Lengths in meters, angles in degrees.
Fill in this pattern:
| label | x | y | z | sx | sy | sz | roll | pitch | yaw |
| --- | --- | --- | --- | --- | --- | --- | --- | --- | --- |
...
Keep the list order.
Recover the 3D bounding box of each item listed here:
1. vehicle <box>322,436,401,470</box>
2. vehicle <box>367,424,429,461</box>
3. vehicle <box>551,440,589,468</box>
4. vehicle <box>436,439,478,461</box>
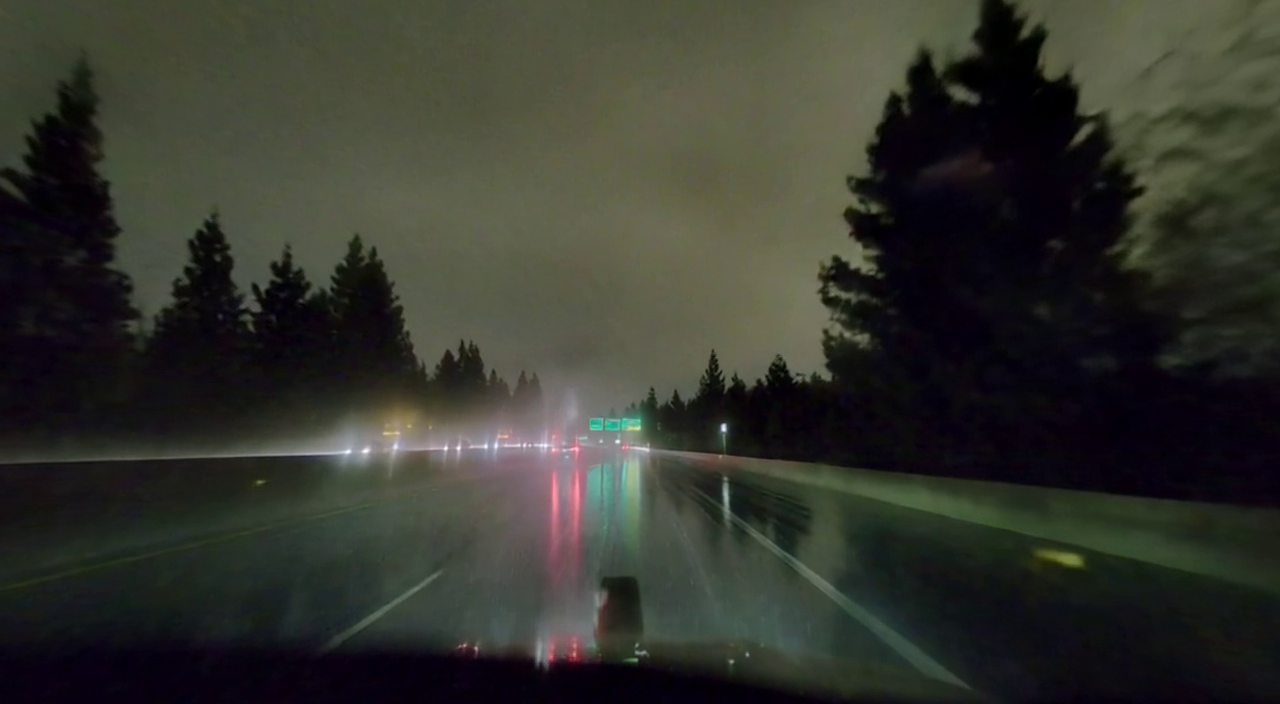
| label | x | y | z | sx | sy | sz | roll | pitch | yaw |
| --- | --- | --- | --- | --- | --- | --- | --- | --- | --- |
| vehicle | -13.180 | 4.796 | 29.909 | 1.906 | 1.474 | 4.062 | 0 | -9 | 0 |
| vehicle | -18.036 | 6.853 | 47.155 | 2.363 | 2.579 | 5.795 | 0 | -9 | -1 |
| vehicle | -4.489 | 6.610 | 40.821 | 2.098 | 1.692 | 4.038 | 0 | -9 | -1 |
| vehicle | -13.198 | 7.133 | 45.511 | 1.862 | 1.487 | 4.033 | 0 | -9 | 0 |
